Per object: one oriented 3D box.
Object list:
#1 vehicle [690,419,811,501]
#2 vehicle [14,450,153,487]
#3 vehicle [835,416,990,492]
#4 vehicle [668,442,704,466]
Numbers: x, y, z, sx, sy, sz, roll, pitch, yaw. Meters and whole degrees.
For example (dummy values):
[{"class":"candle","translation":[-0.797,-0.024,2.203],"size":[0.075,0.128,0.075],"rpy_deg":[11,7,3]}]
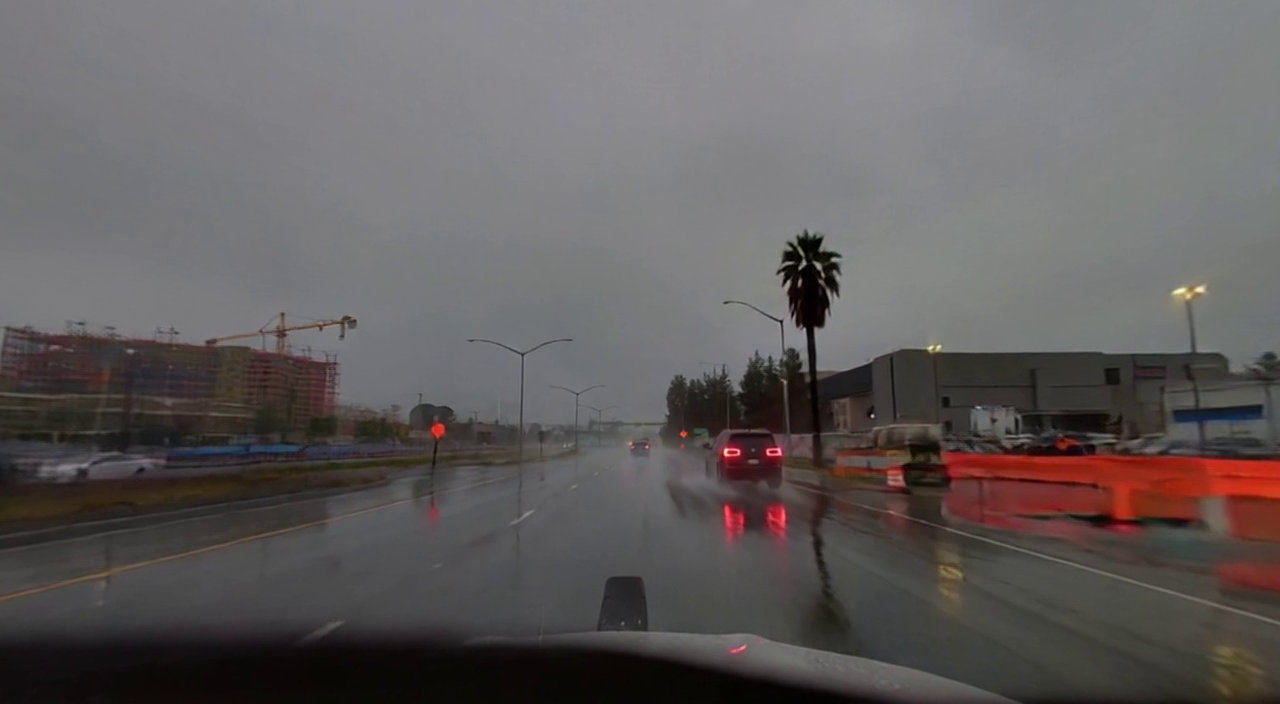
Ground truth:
[{"class":"vehicle","translation":[2.892,3.020,18.005],"size":[2.386,1.970,5.665],"rpy_deg":[0,-8,-1]},{"class":"vehicle","translation":[-24.865,5.196,28.355],"size":[1.911,1.489,4.779],"rpy_deg":[0,-8,0]},{"class":"vehicle","translation":[10.798,4.132,25.984],"size":[2.799,2.593,7.710],"rpy_deg":[0,-8,-1]},{"class":"vehicle","translation":[3.126,7.081,43.861],"size":[2.148,1.562,4.642],"rpy_deg":[0,-8,0]}]
